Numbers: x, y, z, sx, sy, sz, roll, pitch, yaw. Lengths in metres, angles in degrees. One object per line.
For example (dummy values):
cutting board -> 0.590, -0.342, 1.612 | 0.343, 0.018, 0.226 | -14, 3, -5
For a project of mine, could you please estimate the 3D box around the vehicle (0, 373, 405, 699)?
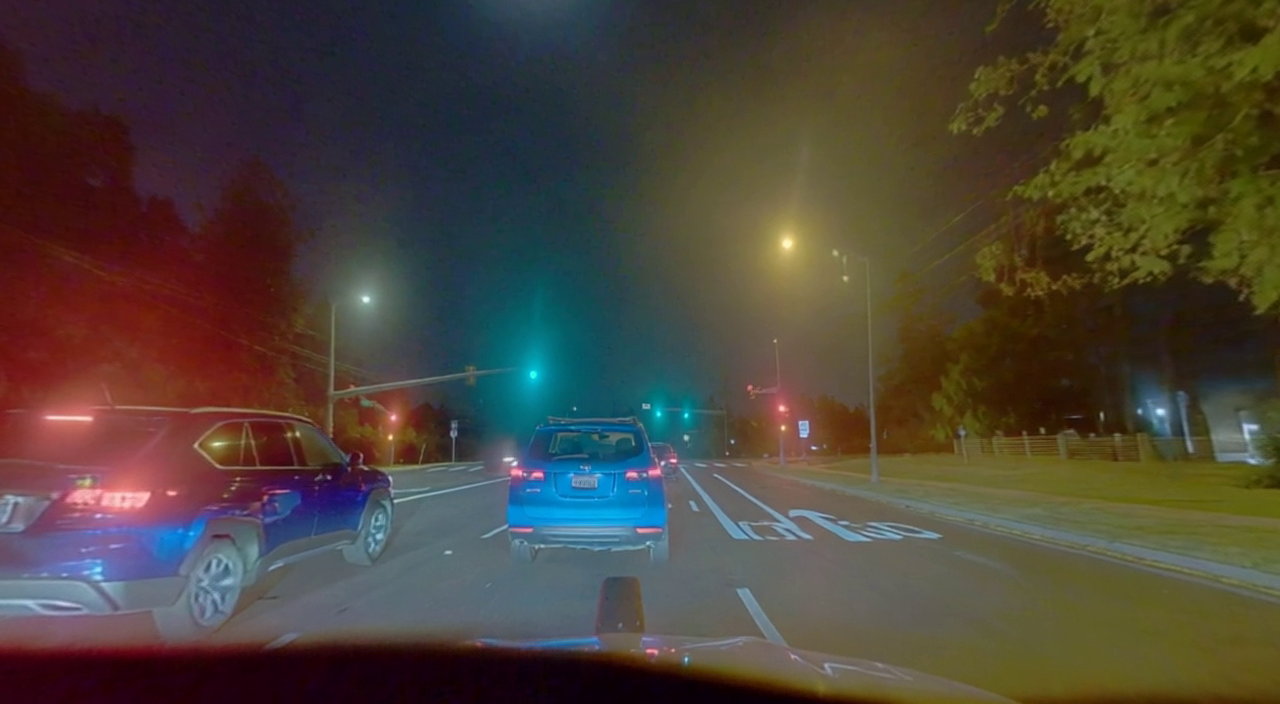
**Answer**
vehicle -> -3.987, 1.275, 5.578 | 2.009, 1.673, 4.454 | 0, -8, 1

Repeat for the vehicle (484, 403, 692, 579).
vehicle -> -0.485, 1.797, 9.076 | 2.131, 1.793, 5.016 | 0, -8, 1
